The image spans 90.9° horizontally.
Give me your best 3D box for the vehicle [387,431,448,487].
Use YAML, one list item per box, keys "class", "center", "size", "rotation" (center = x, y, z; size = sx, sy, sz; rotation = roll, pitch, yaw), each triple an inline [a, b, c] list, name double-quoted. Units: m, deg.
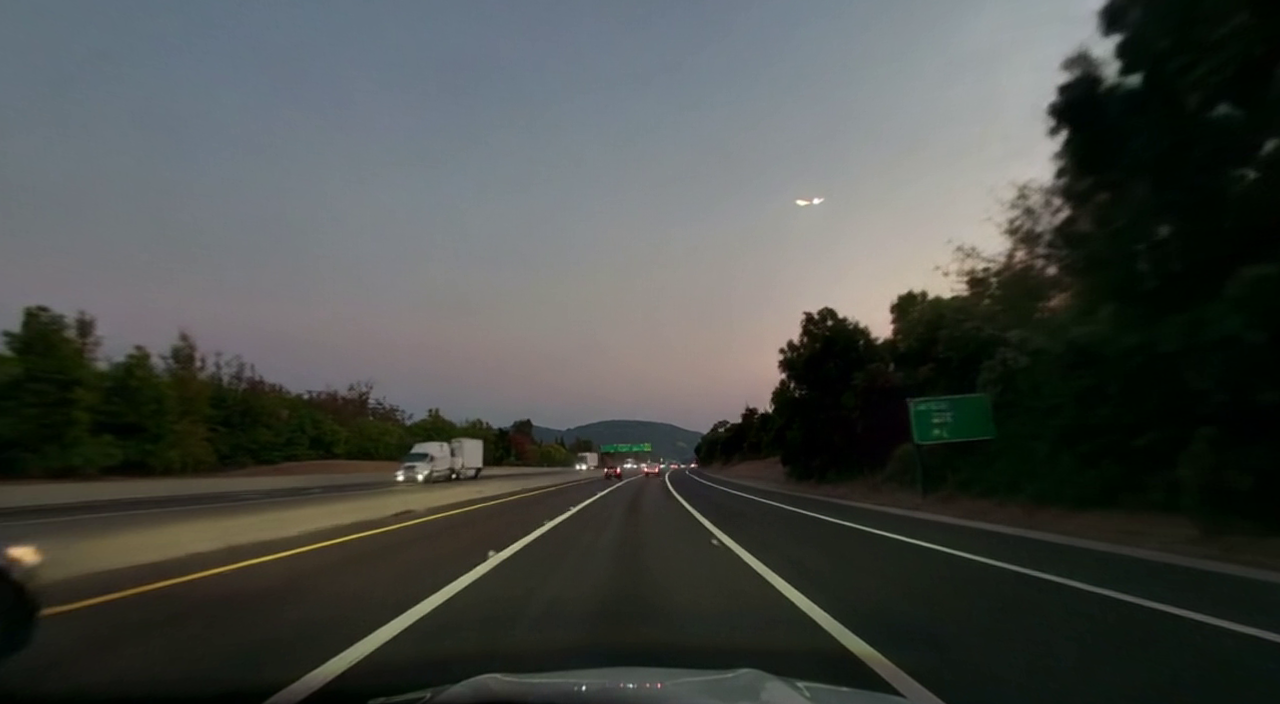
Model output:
- class: "vehicle"
  center: [-16.566, 8.046, 47.247]
  size: [2.947, 3.901, 3.604]
  rotation: [1, -11, 2]
